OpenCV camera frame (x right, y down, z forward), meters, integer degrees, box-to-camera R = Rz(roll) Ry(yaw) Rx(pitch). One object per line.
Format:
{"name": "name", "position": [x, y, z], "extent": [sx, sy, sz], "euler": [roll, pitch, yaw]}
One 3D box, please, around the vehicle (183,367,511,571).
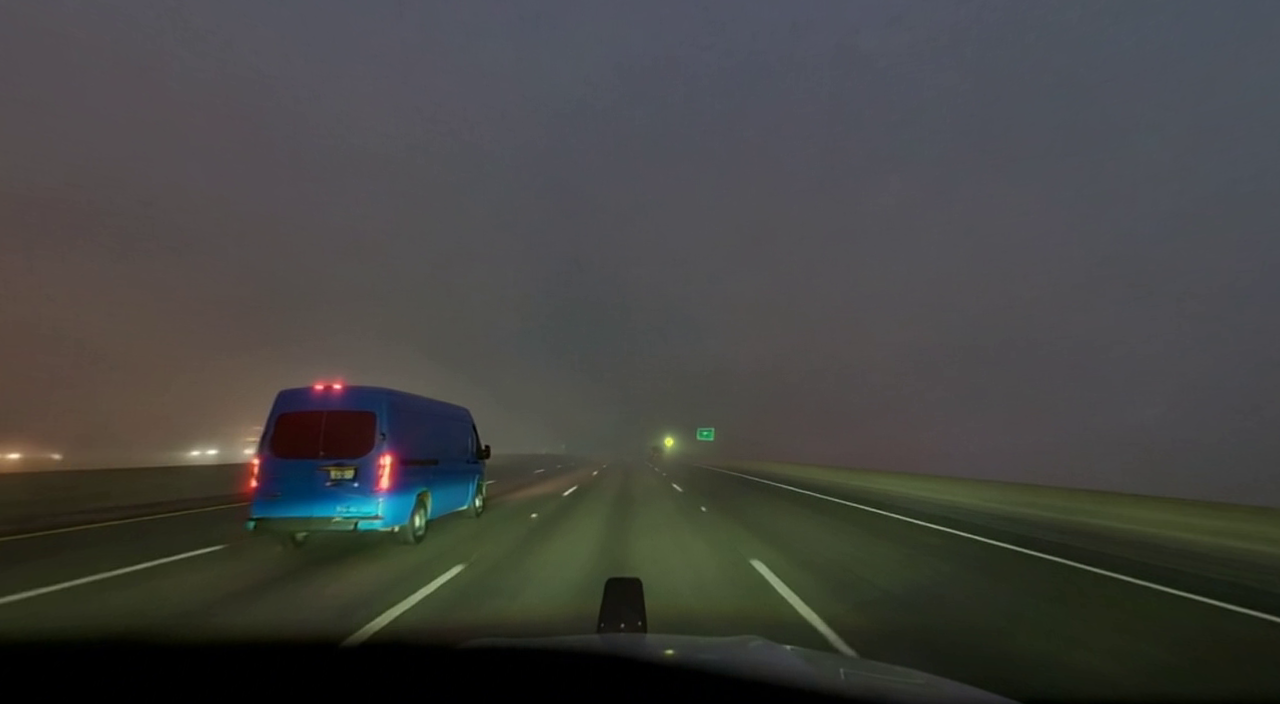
{"name": "vehicle", "position": [-3.797, 1.687, 9.714], "extent": [2.372, 2.248, 5.393], "euler": [0, -9, 1]}
